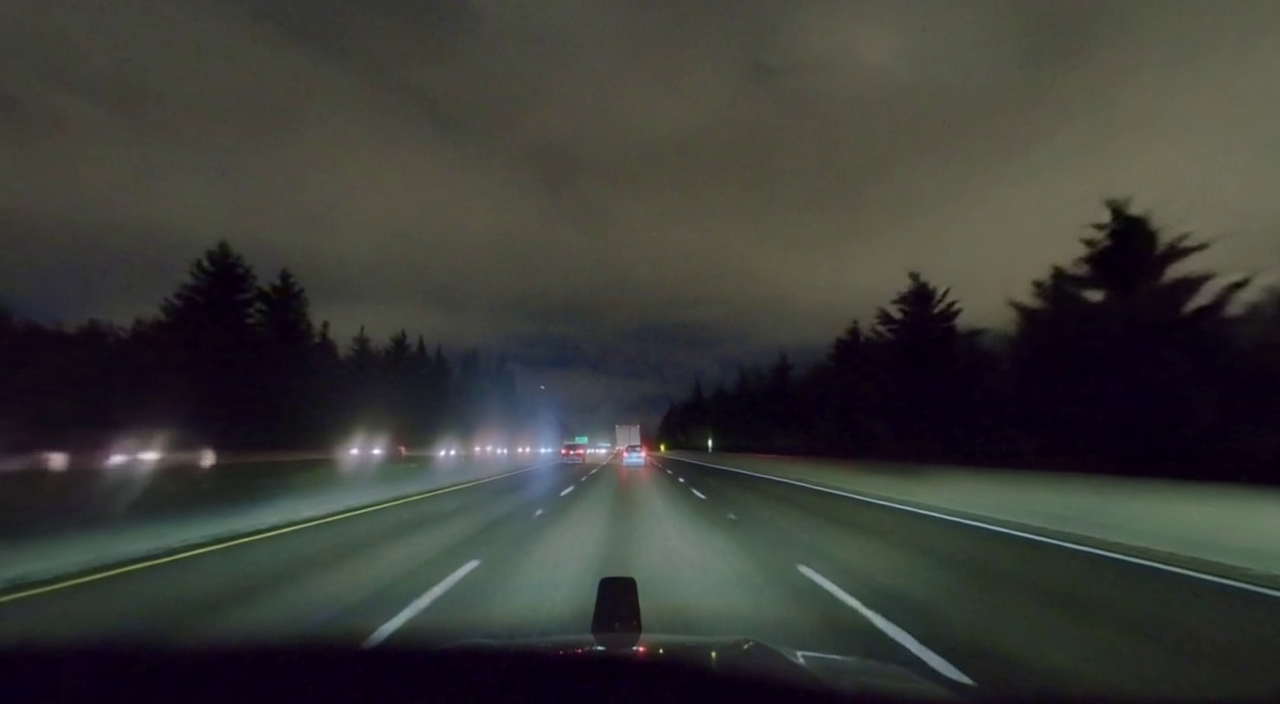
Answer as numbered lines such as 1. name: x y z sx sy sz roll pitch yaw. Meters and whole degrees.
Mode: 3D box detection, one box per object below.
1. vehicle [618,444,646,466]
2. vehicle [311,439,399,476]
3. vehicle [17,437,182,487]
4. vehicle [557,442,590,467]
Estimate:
1. vehicle: -0.645 7.900 48.278 2.084 1.582 3.882 0 -9 -2
2. vehicle: -13.019 4.857 28.982 1.935 1.542 4.672 0 -9 -1
3. vehicle: -18.013 3.685 21.206 1.857 1.496 4.189 0 -9 -1
4. vehicle: -4.777 7.413 45.503 2.098 1.692 4.038 0 -9 -2
